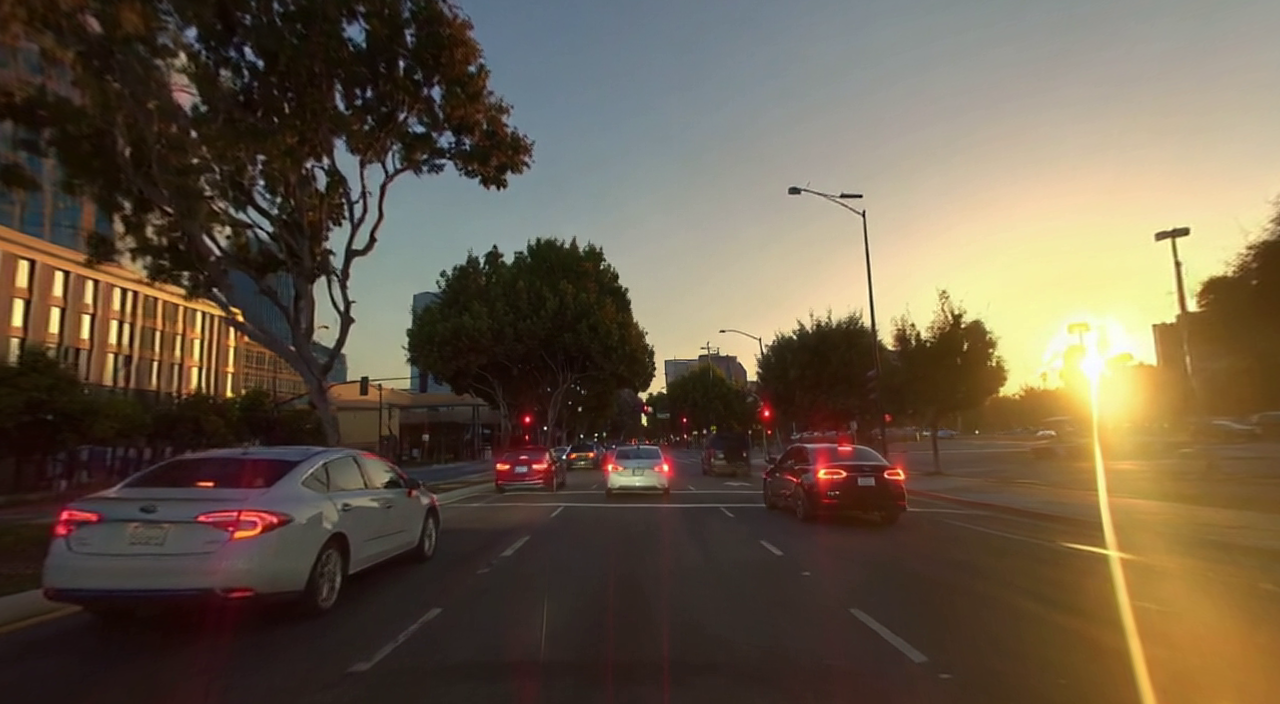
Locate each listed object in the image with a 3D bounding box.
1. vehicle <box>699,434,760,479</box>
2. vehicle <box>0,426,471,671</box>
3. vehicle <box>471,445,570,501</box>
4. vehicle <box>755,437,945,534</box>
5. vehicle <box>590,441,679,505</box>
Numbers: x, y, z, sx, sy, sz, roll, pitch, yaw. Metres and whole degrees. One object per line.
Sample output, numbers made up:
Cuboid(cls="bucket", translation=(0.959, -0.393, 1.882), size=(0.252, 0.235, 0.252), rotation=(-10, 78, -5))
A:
Cuboid(cls="vehicle", translation=(4.205, 5.040, 30.658), size=(2.142, 1.957, 5.443), rotation=(0, -8, 0))
Cuboid(cls="vehicle", translation=(-3.305, 1.535, 6.130), size=(2.038, 1.481, 4.379), rotation=(0, -8, 1))
Cuboid(cls="vehicle", translation=(-3.381, 3.492, 18.675), size=(2.002, 1.465, 4.098), rotation=(0, -8, 2))
Cuboid(cls="vehicle", translation=(3.691, 2.408, 12.112), size=(1.990, 1.486, 4.431), rotation=(0, -8, -2))
Cuboid(cls="vehicle", translation=(-0.170, 3.151, 16.861), size=(2.101, 1.480, 3.929), rotation=(0, -8, -1))
